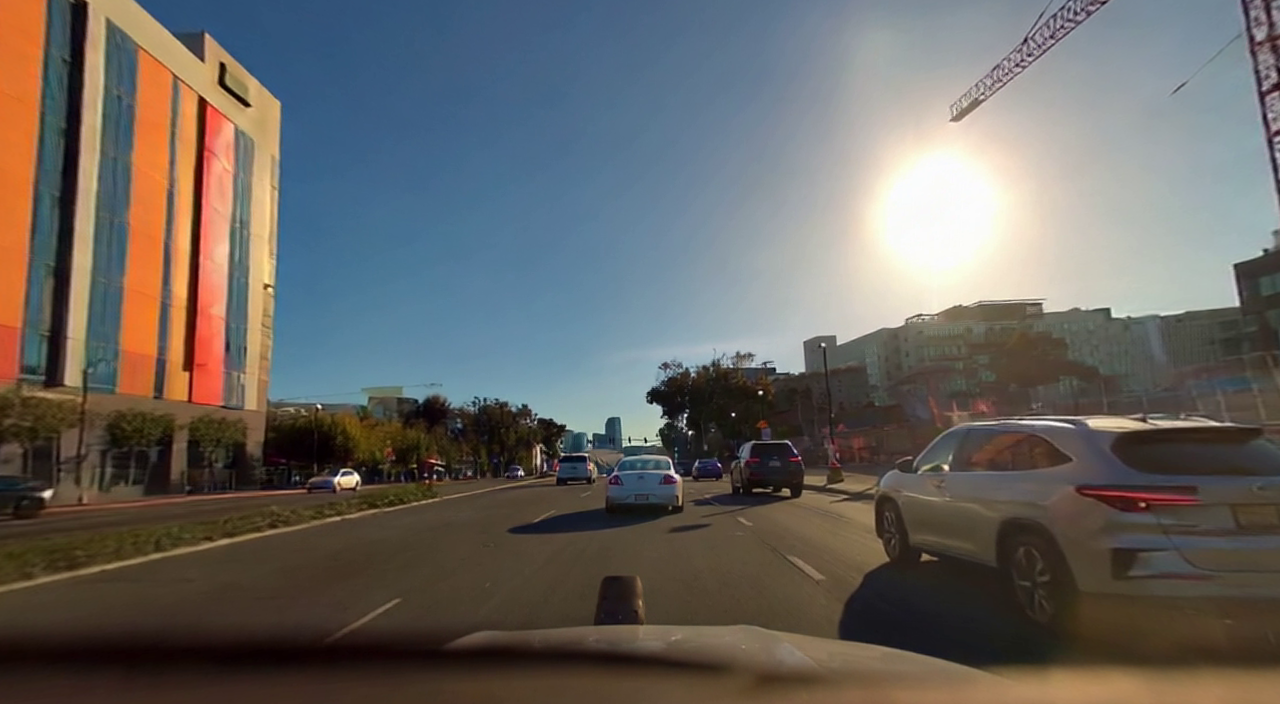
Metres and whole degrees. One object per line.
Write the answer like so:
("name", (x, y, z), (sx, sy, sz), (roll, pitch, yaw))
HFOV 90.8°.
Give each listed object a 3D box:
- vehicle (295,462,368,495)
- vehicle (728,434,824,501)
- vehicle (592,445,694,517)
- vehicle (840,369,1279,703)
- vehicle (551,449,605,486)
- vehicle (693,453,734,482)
("vehicle", (-18.537, 7.595, 38.237), (2.021, 1.740, 4.444), (0, -8, 2))
("vehicle", (4.244, 3.682, 20.580), (2.124, 1.896, 4.914), (0, -8, 1))
("vehicle", (0.116, 3.021, 15.404), (2.131, 1.496, 4.193), (0, -8, 2))
("vehicle", (3.771, 1.349, 5.899), (2.185, 1.797, 4.934), (0, -8, 0))
("vehicle", (-3.102, 5.899, 32.554), (2.201, 1.691, 4.305), (0, -8, 2))
("vehicle", (4.467, 7.072, 39.006), (2.115, 1.636, 4.104), (0, -8, 2))
